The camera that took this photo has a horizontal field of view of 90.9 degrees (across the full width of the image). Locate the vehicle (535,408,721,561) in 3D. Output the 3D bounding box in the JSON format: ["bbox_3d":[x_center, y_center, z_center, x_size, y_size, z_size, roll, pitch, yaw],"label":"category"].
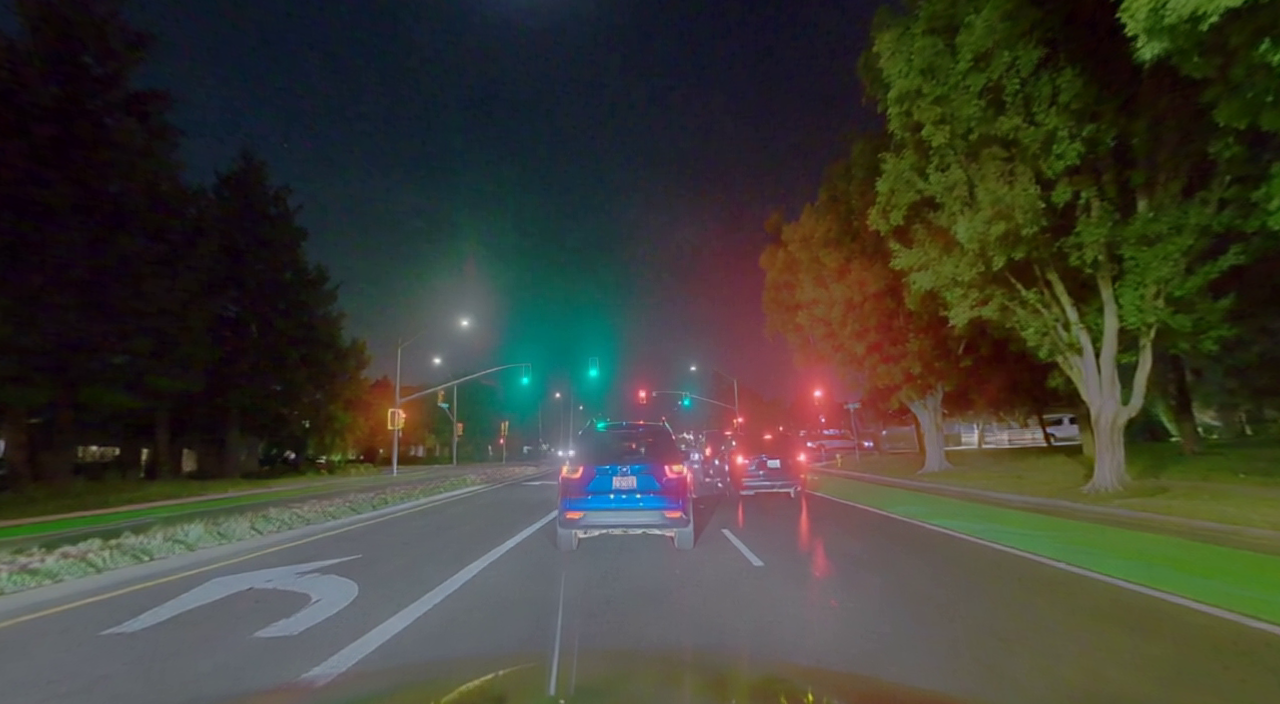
[{"bbox_3d":[-0.126,1.802,9.226,2.109,1.730,3.963,0,-8,0],"label":"vehicle"}]

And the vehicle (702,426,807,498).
[{"bbox_3d":[3.161,3.167,18.469,2.189,1.815,4.495,0,-8,-1],"label":"vehicle"}]
